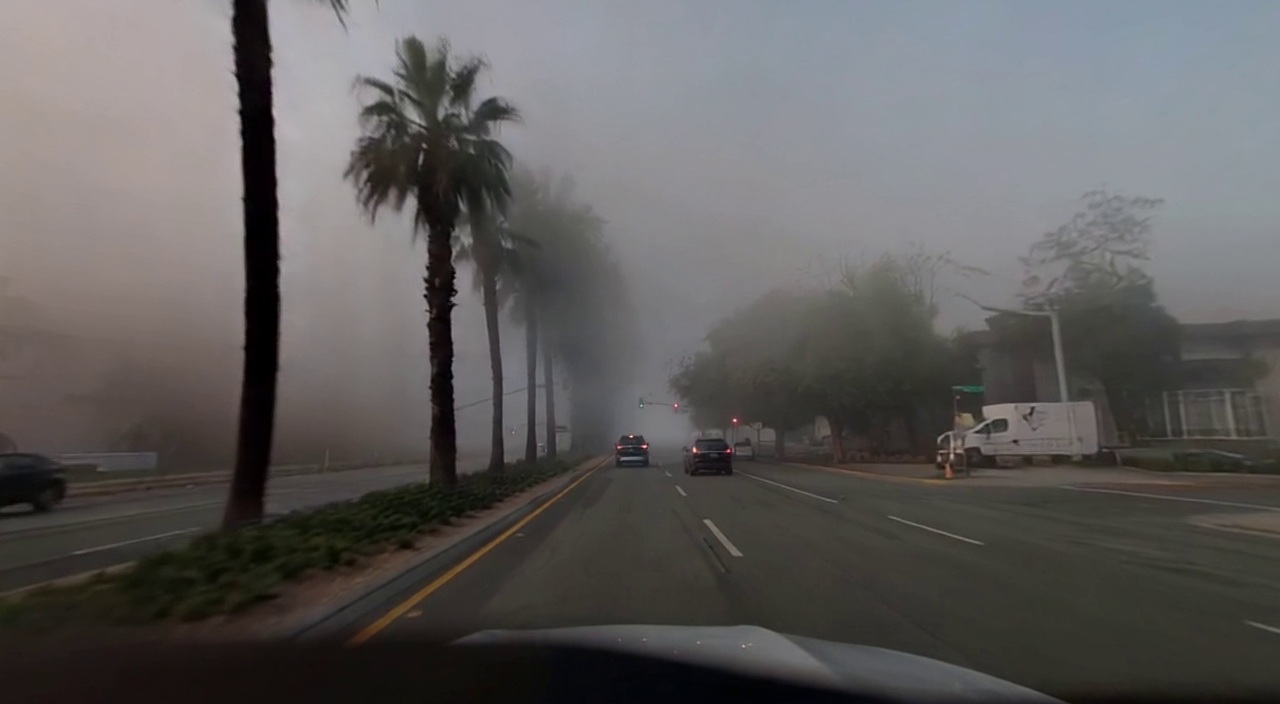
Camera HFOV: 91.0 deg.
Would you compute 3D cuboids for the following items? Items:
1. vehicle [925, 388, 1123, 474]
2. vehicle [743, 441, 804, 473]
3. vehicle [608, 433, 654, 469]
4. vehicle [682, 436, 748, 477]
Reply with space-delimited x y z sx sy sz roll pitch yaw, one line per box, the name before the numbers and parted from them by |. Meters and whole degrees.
vehicle | 17.511 3.685 29.037 7.270 3.743 2.677 1 -8 -3
vehicle | 6.651 5.248 31.819 1.975 1.483 4.769 0 -8 -1
vehicle | -0.480 5.309 33.806 2.277 1.816 4.192 0 -8 -1
vehicle | 3.077 4.425 26.883 2.195 1.590 4.668 0 -8 -1
